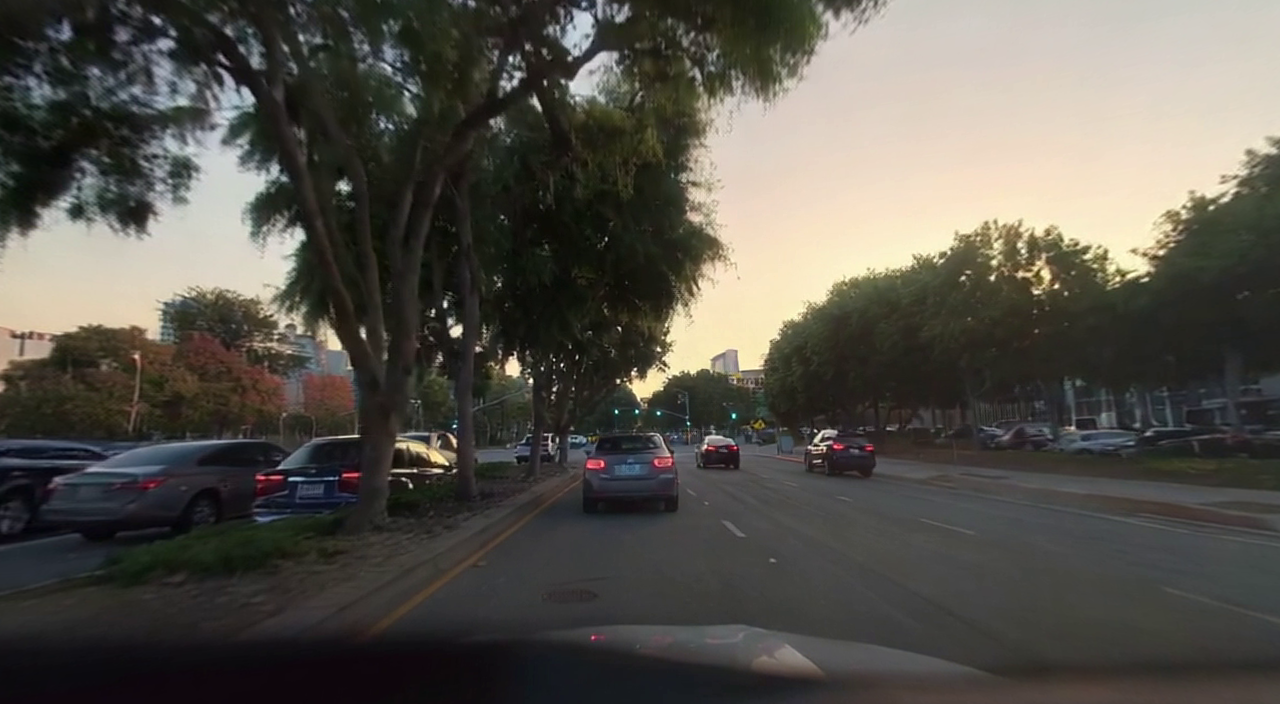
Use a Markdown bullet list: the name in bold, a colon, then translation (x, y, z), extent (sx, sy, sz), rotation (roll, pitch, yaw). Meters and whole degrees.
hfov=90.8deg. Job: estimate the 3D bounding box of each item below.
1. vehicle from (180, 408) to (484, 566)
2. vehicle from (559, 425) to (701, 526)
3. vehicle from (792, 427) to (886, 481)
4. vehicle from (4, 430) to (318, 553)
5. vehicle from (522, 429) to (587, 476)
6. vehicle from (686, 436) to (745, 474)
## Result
- **vehicle**: translation (-3.758, 1.735, 8.830), extent (2.009, 1.619, 4.376), rotation (0, -9, 0)
- **vehicle**: translation (-0.193, 2.188, 11.738), extent (2.161, 1.501, 4.184), rotation (0, -8, -1)
- **vehicle**: translation (6.810, 3.547, 22.147), extent (1.889, 1.681, 4.120), rotation (0, -9, -1)
- **vehicle**: translation (-6.978, 2.033, 9.903), extent (1.748, 1.485, 4.090), rotation (0, -8, -1)
- **vehicle**: translation (-3.567, 4.286, 27.218), extent (2.154, 1.801, 5.015), rotation (0, -8, -1)
- **vehicle**: translation (3.152, 4.421, 27.333), extent (1.905, 1.473, 4.183), rotation (0, -9, -2)
